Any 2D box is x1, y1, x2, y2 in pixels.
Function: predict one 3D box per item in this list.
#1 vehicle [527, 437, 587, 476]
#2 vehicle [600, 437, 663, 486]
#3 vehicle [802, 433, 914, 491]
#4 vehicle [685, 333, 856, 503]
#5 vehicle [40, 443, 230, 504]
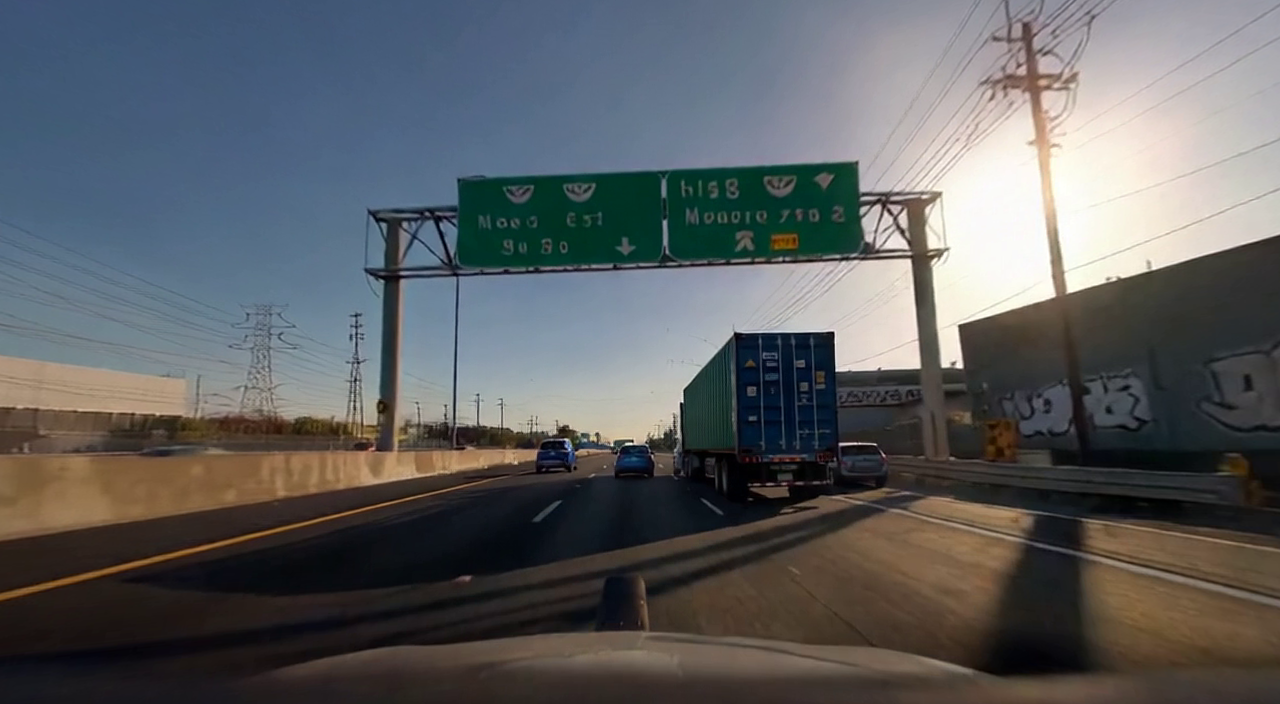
[{"bbox_3d":[-4.052,5.207,31.617,2.264,1.804,4.584,0,-9,1],"label":"vehicle"},{"bbox_3d":[-0.326,4.133,24.171,2.191,1.685,4.015,0,-9,0],"label":"vehicle"},{"bbox_3d":[7.241,3.699,21.574,2.202,1.731,4.628,0,-9,0],"label":"vehicle"},{"bbox_3d":[3.538,2.521,21.541,2.800,4.039,13.179,0,-9,-1],"label":"vehicle"},{"bbox_3d":[-14.072,3.382,18.035,1.959,1.487,4.293,0,-9,-2],"label":"vehicle"}]
